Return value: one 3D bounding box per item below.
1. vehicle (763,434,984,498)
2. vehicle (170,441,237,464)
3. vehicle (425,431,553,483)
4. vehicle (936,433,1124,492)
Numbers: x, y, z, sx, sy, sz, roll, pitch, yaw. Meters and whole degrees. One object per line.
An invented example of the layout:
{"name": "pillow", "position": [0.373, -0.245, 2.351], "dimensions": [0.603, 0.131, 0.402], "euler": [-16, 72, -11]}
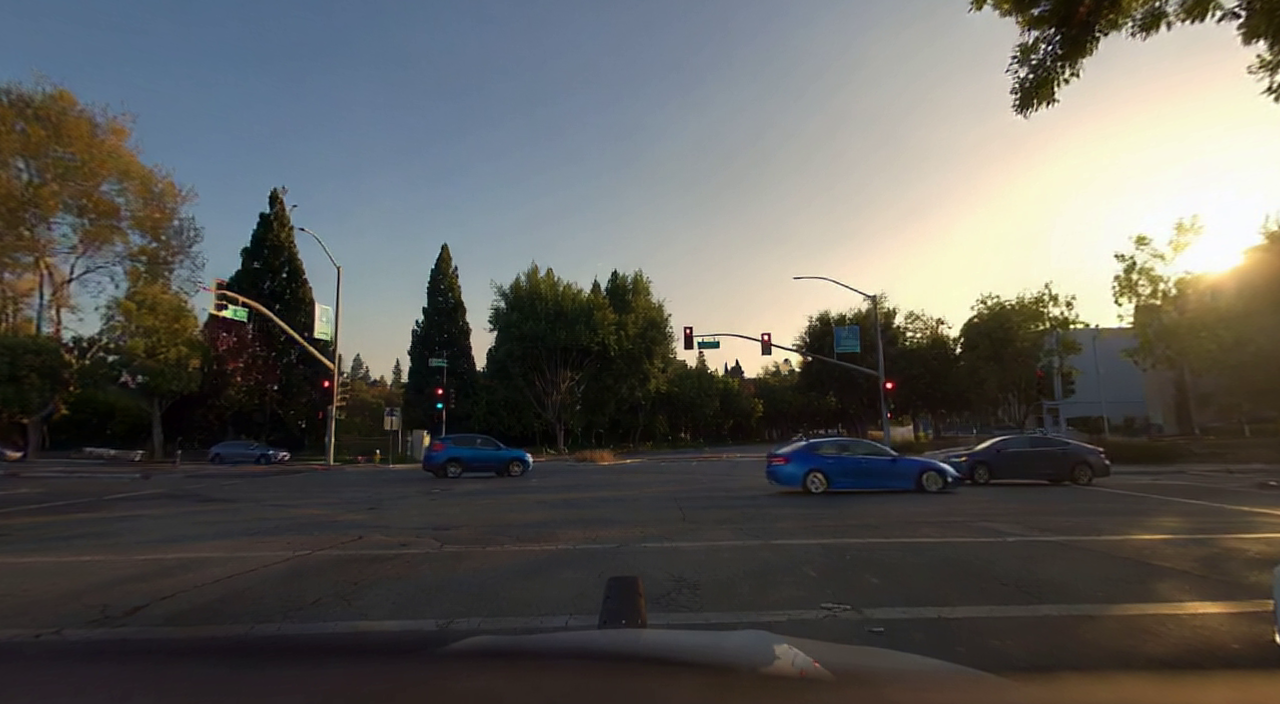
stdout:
{"name": "vehicle", "position": [5.964, 2.958, 16.524], "dimensions": [5.000, 1.559, 1.960], "euler": [0, -8, 0]}
{"name": "vehicle", "position": [-29.118, 6.702, 42.041], "dimensions": [1.696, 1.431, 3.686], "euler": [0, -8, 3]}
{"name": "vehicle", "position": [-5.675, 3.903, 23.595], "dimensions": [4.346, 1.753, 1.994], "euler": [3, -9, -23]}
{"name": "vehicle", "position": [12.416, 3.539, 20.277], "dimensions": [4.580, 1.768, 2.134], "euler": [0, -8, 1]}
